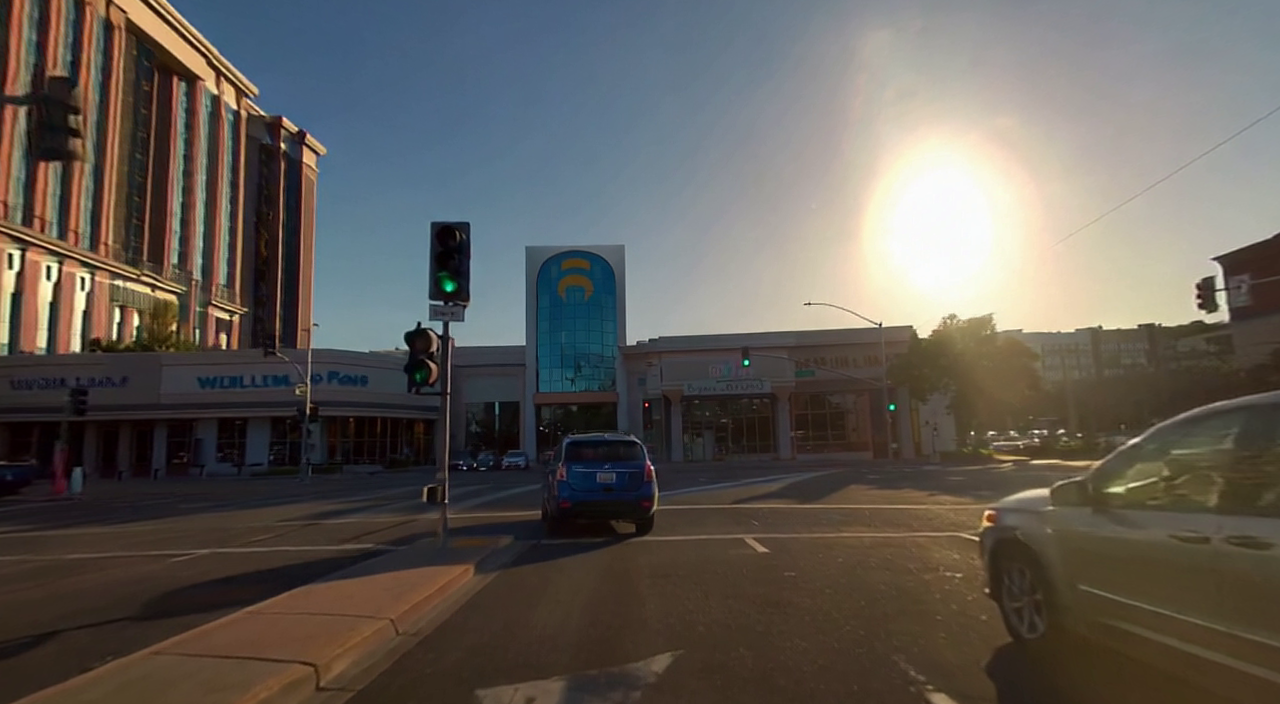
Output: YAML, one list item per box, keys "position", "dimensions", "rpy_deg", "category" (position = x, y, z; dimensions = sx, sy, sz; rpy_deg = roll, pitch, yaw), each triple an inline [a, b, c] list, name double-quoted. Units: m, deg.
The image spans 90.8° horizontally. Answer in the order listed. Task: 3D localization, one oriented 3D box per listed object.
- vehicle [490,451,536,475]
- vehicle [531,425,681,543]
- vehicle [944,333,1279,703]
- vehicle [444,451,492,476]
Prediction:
- position: [-8.592, 7.539, 43.114]
  dimensions: [2.163, 1.529, 4.210]
  rpy_deg: [0, -9, 1]
  category: "vehicle"
- position: [-0.879, 2.357, 12.019]
  dimensions: [2.238, 1.762, 4.445]
  rpy_deg: [1, -9, -11]
  category: "vehicle"
- position: [3.214, 0.787, 2.238]
  dimensions: [2.040, 1.674, 4.455]
  rpy_deg: [0, -9, 0]
  category: "vehicle"
- position: [-11.848, 7.695, 43.816]
  dimensions: [2.005, 1.596, 4.342]
  rpy_deg: [-1, -9, 1]
  category: "vehicle"
